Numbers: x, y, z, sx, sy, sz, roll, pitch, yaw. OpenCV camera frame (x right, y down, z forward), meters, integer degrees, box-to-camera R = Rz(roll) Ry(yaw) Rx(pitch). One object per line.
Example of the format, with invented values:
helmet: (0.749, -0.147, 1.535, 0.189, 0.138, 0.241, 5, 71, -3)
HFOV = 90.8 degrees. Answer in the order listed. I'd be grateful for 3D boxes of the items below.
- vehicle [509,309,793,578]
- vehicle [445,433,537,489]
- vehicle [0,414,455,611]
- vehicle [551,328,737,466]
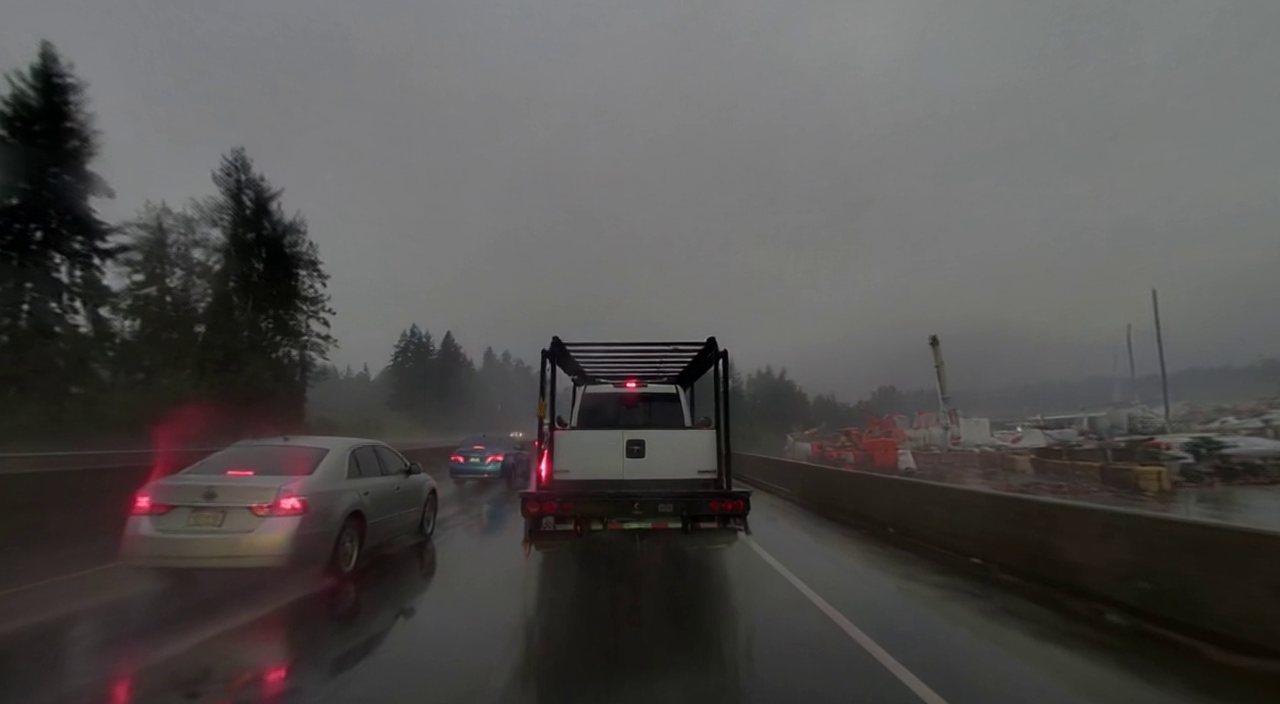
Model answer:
vehicle: (-0.199, 1.652, 11.392, 2.735, 2.597, 10.435, 1, -9, -4)
vehicle: (-4.826, 3.613, 21.211, 2.057, 1.665, 4.572, 0, -9, -1)
vehicle: (-3.982, 1.622, 7.447, 2.155, 1.513, 4.964, 0, -9, -1)
vehicle: (-0.089, 0.870, 9.709, 2.156, 1.604, 4.680, 0, -9, -3)
